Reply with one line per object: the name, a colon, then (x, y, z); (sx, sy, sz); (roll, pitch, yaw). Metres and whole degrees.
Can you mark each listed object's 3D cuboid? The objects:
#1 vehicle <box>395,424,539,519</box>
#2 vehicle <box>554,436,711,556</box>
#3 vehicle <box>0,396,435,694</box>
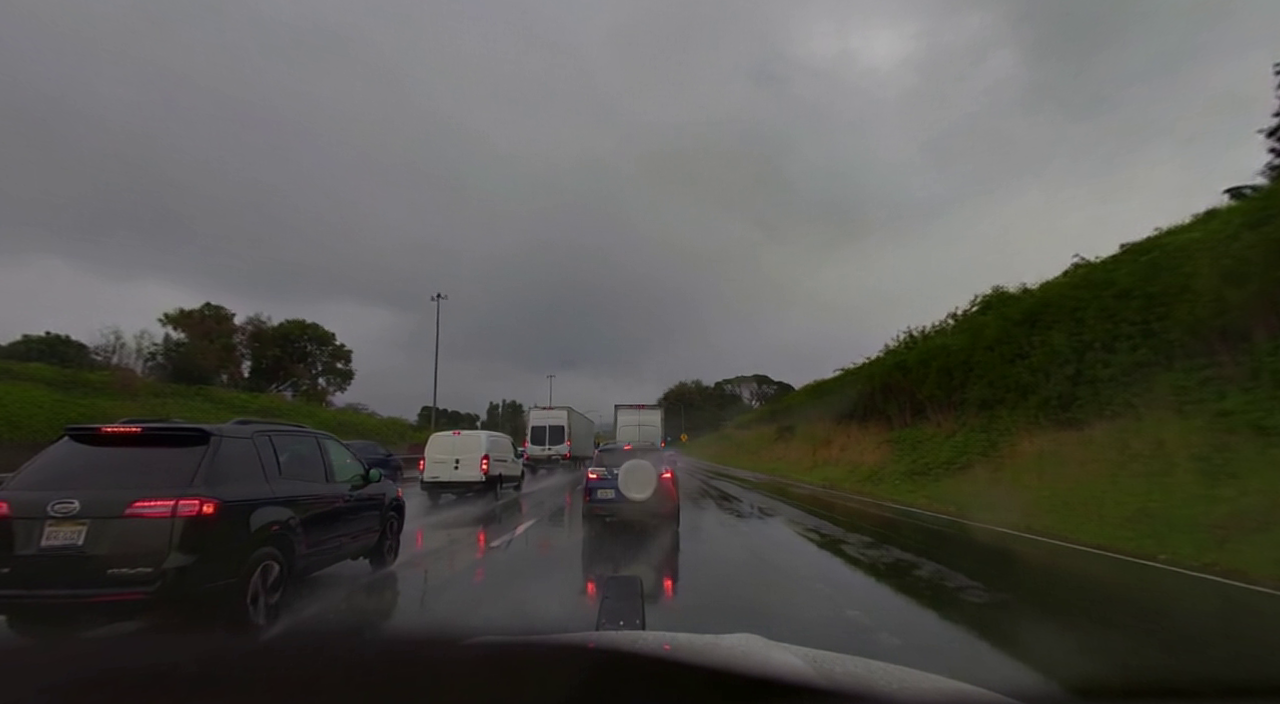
vehicle: (-3.928, 2.825, 15.333); (2.055, 1.913, 4.584); (-1, -9, 2)
vehicle: (-0.101, 2.098, 9.762); (1.995, 1.495, 3.380); (0, -9, 0)
vehicle: (-3.676, 1.430, 5.838); (2.029, 1.656, 4.437); (-1, -9, 0)
